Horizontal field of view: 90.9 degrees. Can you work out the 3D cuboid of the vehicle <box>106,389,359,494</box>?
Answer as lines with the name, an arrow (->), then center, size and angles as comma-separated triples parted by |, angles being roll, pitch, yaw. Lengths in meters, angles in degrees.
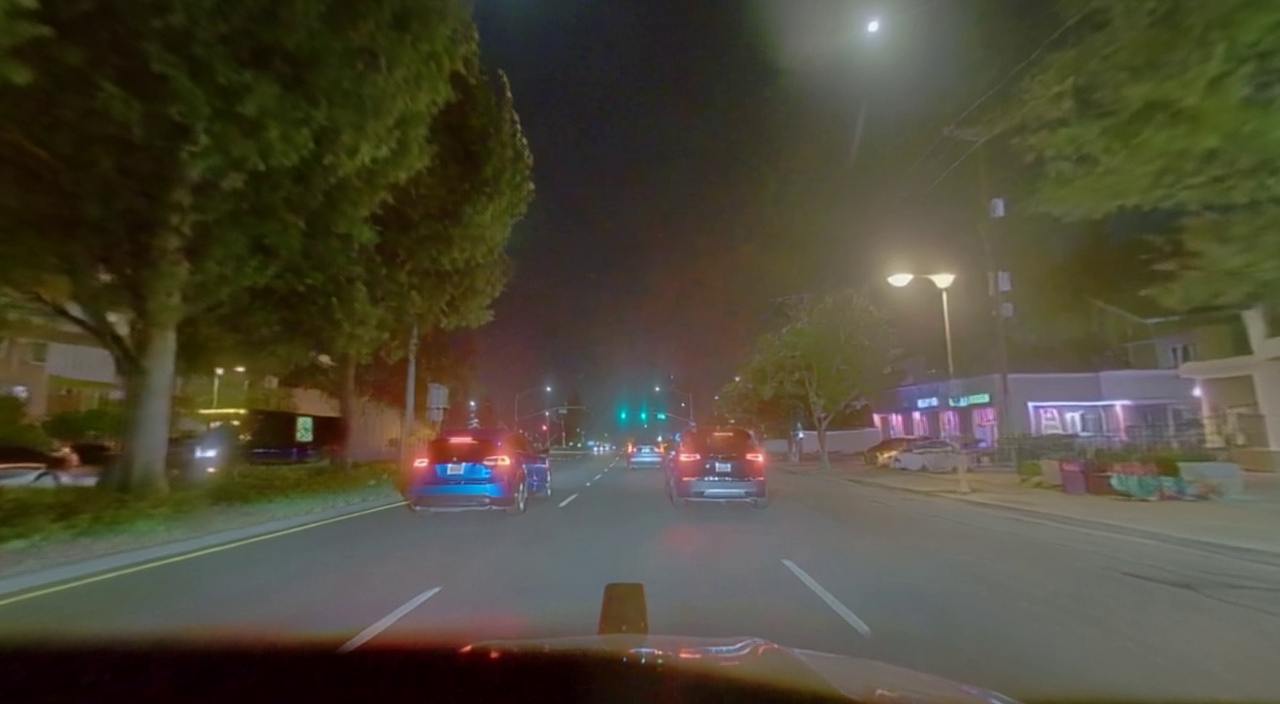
vehicle -> -15.040, 3.538, 24.772 | 2.901, 3.276, 9.720 | -1, -9, 4

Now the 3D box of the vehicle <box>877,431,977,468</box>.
vehicle -> 15.964, 5.397, 35.379 | 2.032, 1.877, 4.876 | 2, -7, -25

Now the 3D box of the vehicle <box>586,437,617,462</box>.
vehicle -> -2.895, 7.446, 48.210 | 2.014, 1.755, 4.360 | 0, -9, 1

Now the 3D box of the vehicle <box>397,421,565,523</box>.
vehicle -> -2.933, 2.347, 12.881 | 2.043, 1.687, 4.676 | 0, -8, 2

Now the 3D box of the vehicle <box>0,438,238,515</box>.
vehicle -> -11.914, 2.795, 14.723 | 1.923, 1.490, 4.501 | 0, -9, 3

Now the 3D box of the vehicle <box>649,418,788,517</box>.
vehicle -> 1.433, 2.389, 13.496 | 2.280, 1.747, 4.361 | 0, -9, -2
